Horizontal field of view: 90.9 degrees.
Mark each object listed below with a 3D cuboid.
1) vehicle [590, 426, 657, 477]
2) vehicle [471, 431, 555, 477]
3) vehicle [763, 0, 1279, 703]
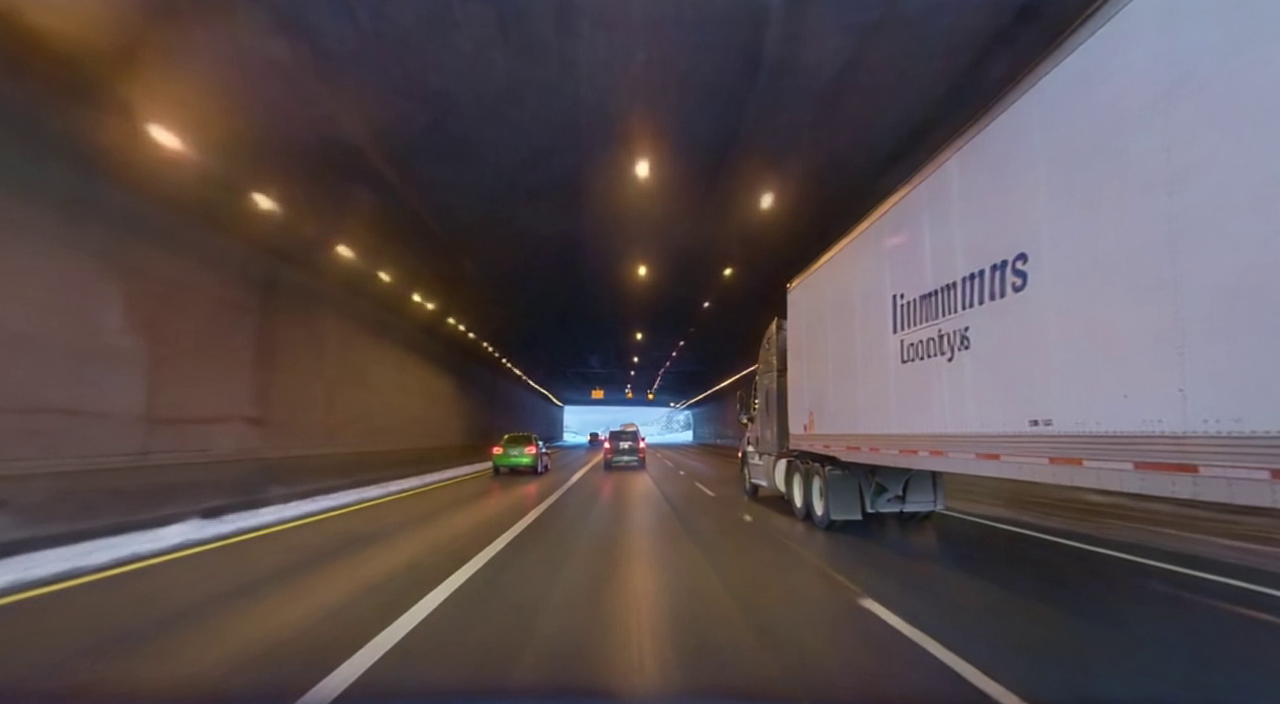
[{"bbox_3d":[-0.546,3.403,21.814,2.094,1.600,3.666,0,-8,-1],"label":"vehicle"},{"bbox_3d":[-4.271,3.507,21.991,2.019,1.435,4.317,0,-8,0],"label":"vehicle"},{"bbox_3d":[3.882,-0.040,4.767,2.842,4.108,14.081,0,-8,-1],"label":"vehicle"}]
